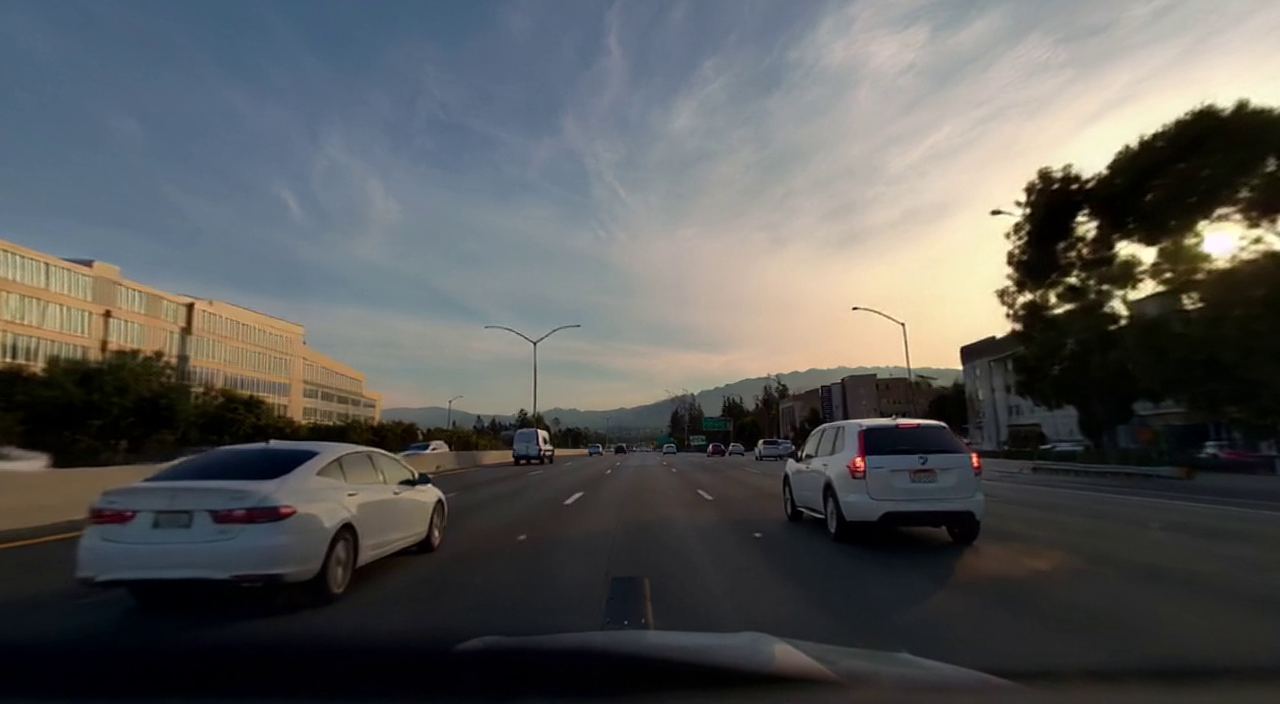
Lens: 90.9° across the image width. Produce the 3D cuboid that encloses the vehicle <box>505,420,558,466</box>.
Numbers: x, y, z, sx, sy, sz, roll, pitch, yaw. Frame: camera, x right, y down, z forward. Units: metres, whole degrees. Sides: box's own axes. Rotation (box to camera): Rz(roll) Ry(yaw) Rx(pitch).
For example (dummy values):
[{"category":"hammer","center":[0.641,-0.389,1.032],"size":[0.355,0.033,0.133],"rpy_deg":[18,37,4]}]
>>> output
[{"category":"vehicle","center":[-6.961,5.977,41.312],"size":[2.362,2.778,6.630],"rpy_deg":[0,-8,0]}]

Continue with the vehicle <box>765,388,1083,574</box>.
[{"category":"vehicle","center":[3.359,1.657,8.849],"size":[2.148,1.852,4.835],"rpy_deg":[0,-8,0]}]

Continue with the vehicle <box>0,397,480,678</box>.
[{"category":"vehicle","center":[-3.197,1.381,5.921],"size":[2.080,1.542,4.718],"rpy_deg":[0,-8,1]}]
